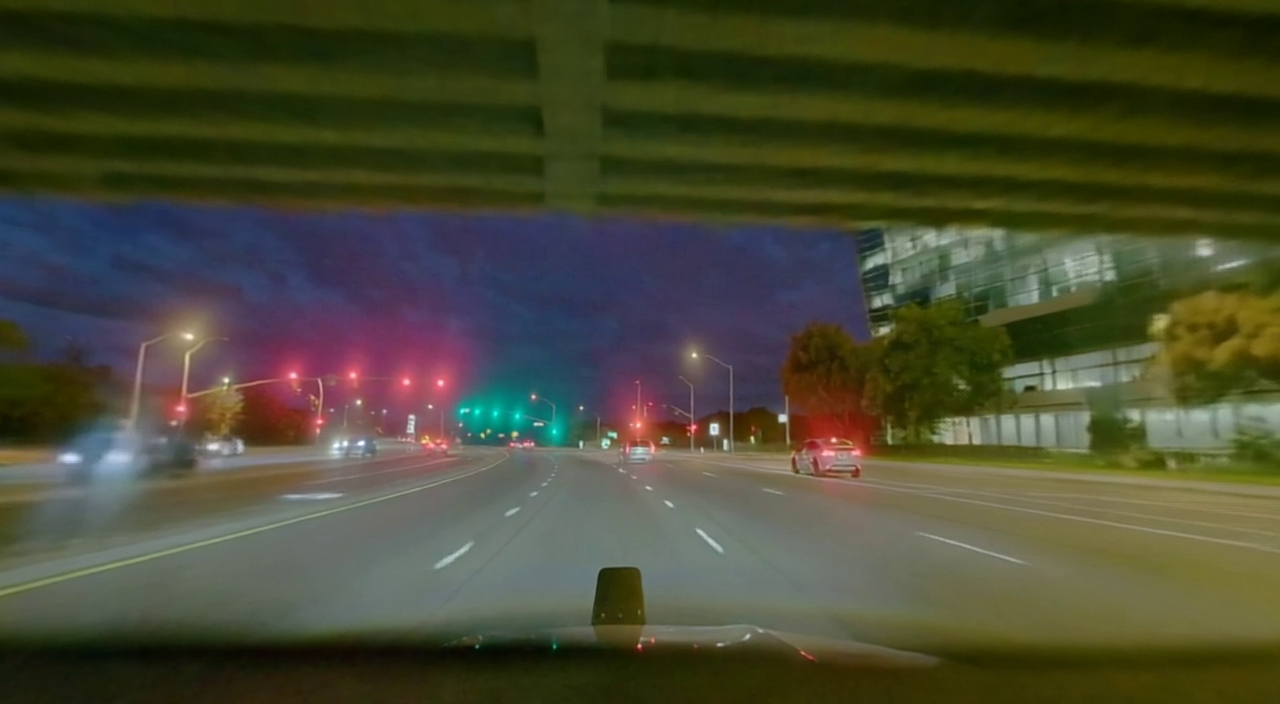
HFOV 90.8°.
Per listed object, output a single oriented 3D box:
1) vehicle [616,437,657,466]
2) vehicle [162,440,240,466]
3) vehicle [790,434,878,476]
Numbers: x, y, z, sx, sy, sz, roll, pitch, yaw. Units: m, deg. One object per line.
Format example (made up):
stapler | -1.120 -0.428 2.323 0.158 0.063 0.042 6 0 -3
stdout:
vehicle | -0.296 6.289 40.128 2.024 1.724 3.928 1 -9 -9
vehicle | -27.490 6.343 39.766 2.006 1.506 4.769 1 -9 -8
vehicle | 8.637 4.614 28.587 2.130 1.741 4.665 1 -8 -5
